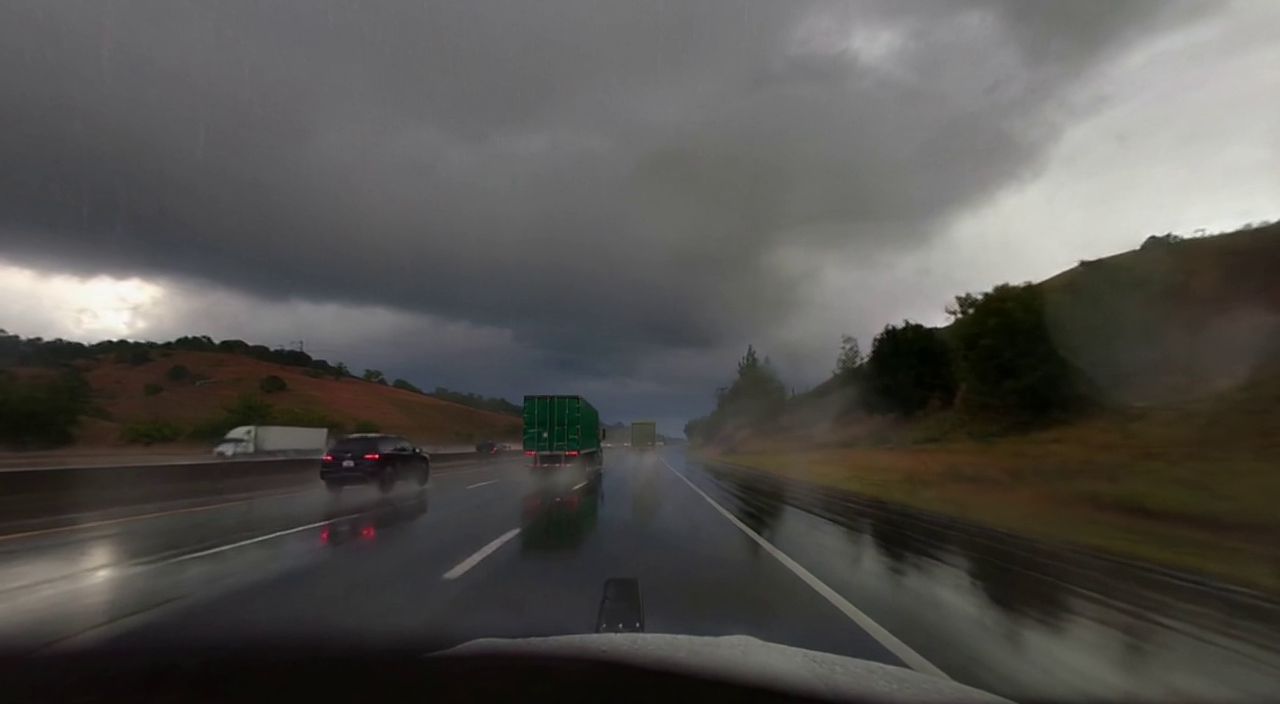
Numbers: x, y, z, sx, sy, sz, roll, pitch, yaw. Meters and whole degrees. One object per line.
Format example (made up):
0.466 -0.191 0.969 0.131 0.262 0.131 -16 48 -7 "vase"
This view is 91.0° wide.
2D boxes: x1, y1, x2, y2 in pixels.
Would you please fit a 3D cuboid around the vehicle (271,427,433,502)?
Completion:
-7.528 3.004 17.161 2.125 1.725 4.715 0 -9 0 "vehicle"

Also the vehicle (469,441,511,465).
-10.789 7.284 45.500 1.964 1.652 4.071 0 -9 1 "vehicle"

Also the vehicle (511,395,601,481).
-3.577 4.166 29.971 2.789 3.271 10.894 1 -9 0 "vehicle"
